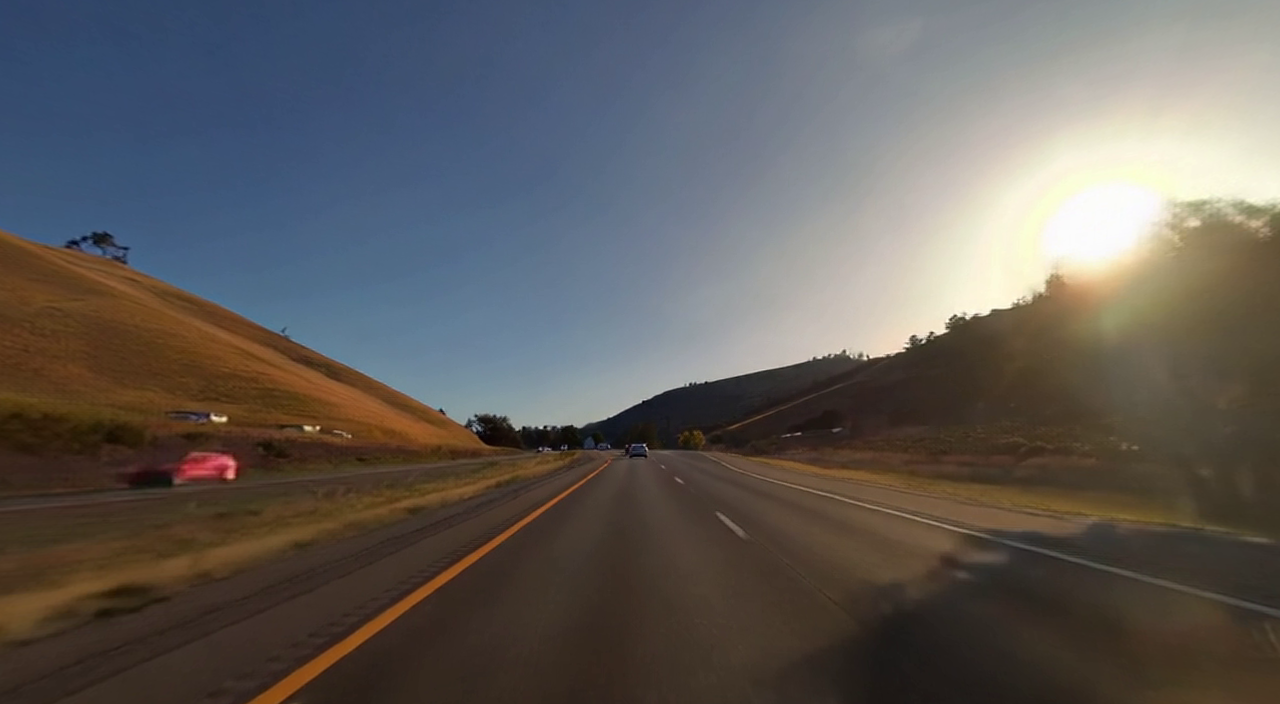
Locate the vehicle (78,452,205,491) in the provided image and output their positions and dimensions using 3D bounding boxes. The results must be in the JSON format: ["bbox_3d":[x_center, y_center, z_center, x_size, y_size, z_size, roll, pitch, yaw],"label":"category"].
[{"bbox_3d":[-21.830,5.197,27.953,1.882,1.515,4.528,0,-8,0],"label":"vehicle"}]
